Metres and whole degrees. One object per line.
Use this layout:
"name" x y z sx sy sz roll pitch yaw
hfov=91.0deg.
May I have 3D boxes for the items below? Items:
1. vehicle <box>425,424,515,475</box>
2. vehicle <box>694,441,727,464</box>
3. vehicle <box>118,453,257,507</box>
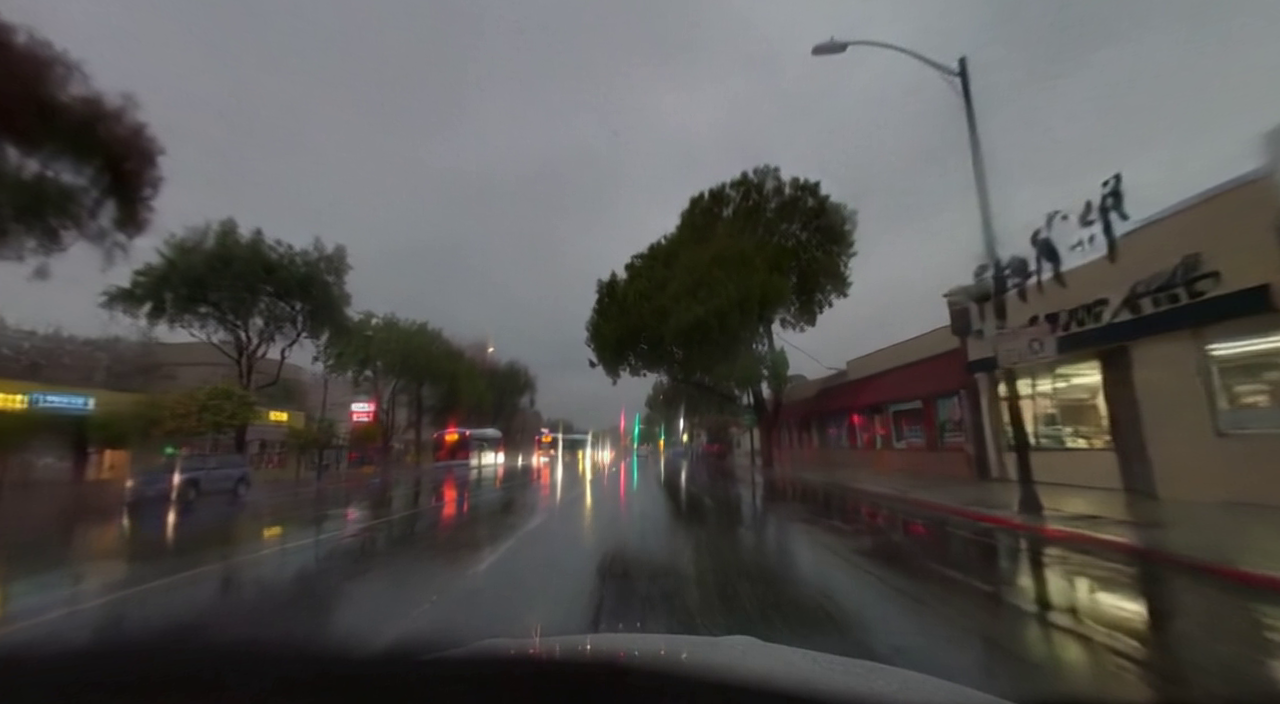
"vehicle" -12.556 7.428 48.202 3.356 3.365 12.460 0 -9 0
"vehicle" 5.286 7.626 47.805 2.014 1.681 4.332 0 -9 0
"vehicle" -17.387 4.887 24.566 1.896 1.844 4.620 0 -9 1
